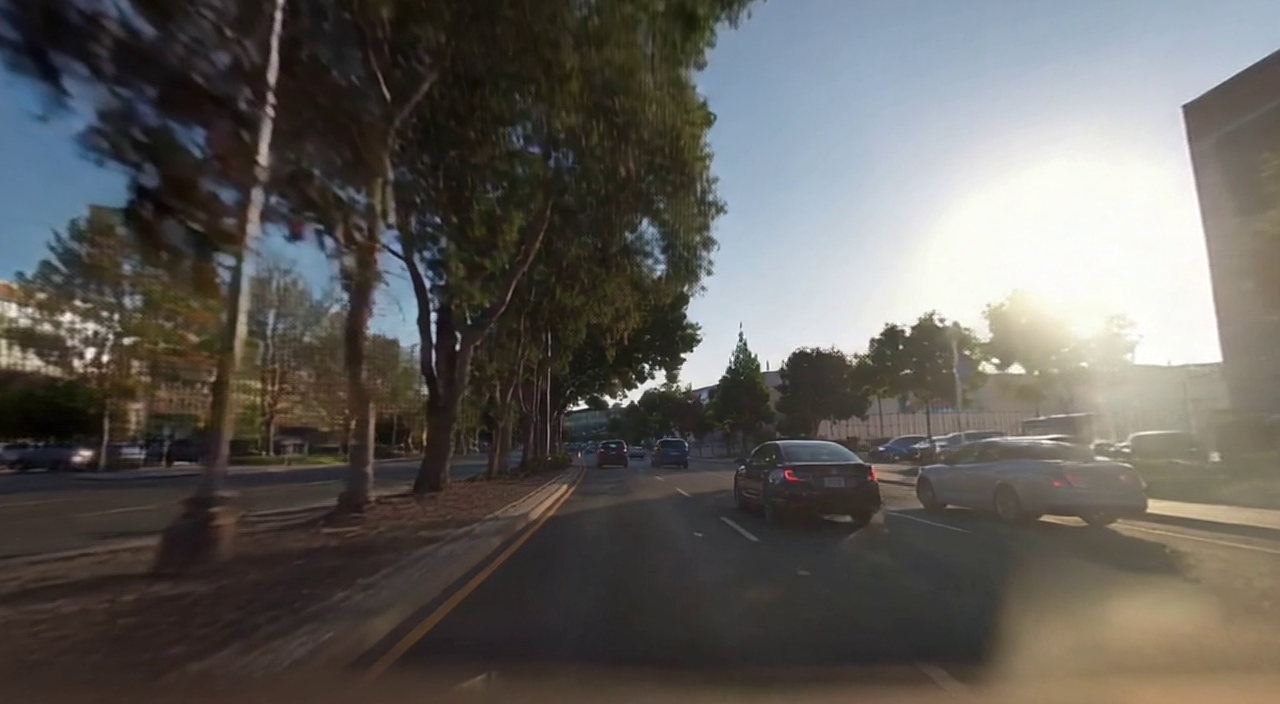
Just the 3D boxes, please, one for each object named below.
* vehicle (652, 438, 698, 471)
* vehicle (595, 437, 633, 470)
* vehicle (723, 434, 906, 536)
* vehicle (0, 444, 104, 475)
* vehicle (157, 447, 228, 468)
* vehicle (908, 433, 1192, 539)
[{"bbox_3d":[1.924,5.788,35.734,2.000,1.745,4.206,1,-8,-5],"label":"vehicle"},{"bbox_3d":[-1.590,5.931,36.866,2.051,1.798,4.168,1,-8,-4],"label":"vehicle"},{"bbox_3d":[2.817,2.249,11.301,1.883,1.452,4.258,0,-8,-3],"label":"vehicle"},{"bbox_3d":[-30.543,5.501,32.295,4.040,1.501,2.088,1,-8,-4],"label":"vehicle"},{"bbox_3d":[-30.782,7.234,43.371,3.502,1.364,1.773,1,-8,-4],"label":"vehicle"},{"bbox_3d":[6.661,2.188,10.975,1.917,1.457,4.274,0,-8,-3],"label":"vehicle"}]
